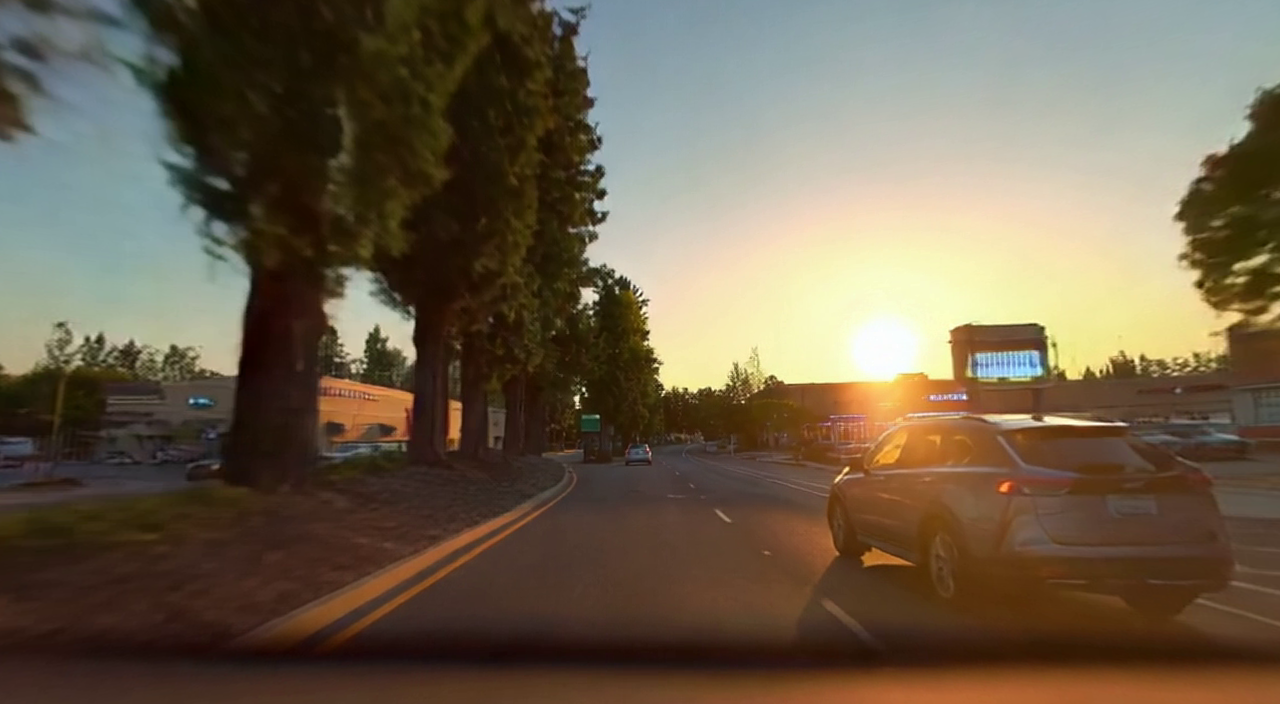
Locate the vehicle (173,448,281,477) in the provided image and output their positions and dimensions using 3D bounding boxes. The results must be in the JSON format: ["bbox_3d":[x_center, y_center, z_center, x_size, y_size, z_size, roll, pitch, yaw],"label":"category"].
[{"bbox_3d":[-22.955,6.119,35.197,4.625,1.516,2.007,0,-8,2],"label":"vehicle"}]

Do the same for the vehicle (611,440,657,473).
[{"bbox_3d":[-0.299,5.131,31.279,2.126,1.475,3.967,0,-8,-1],"label":"vehicle"}]

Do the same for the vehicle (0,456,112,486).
[{"bbox_3d":[-31.932,6.404,34.127,4.741,1.442,1.957,3,-9,-23],"label":"vehicle"}]

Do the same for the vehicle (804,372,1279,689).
[{"bbox_3d":[3.192,1.279,5.697,2.110,1.698,4.397,0,-8,-2],"label":"vehicle"}]
